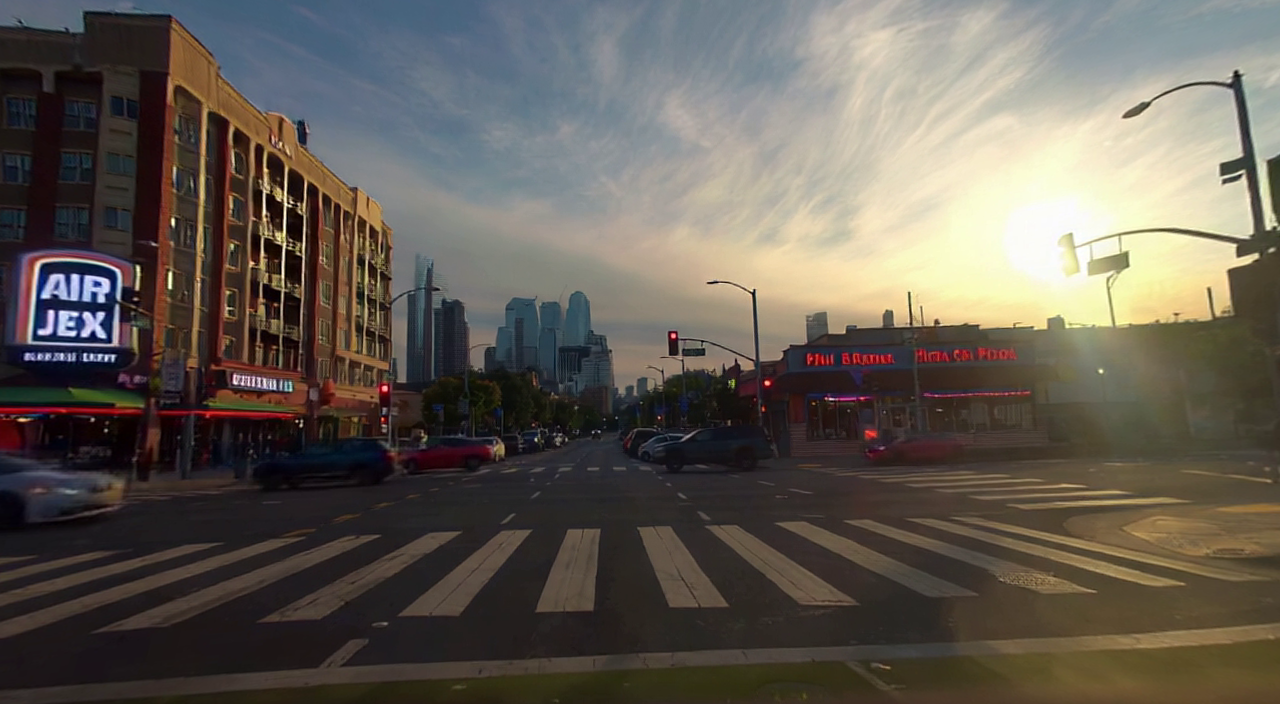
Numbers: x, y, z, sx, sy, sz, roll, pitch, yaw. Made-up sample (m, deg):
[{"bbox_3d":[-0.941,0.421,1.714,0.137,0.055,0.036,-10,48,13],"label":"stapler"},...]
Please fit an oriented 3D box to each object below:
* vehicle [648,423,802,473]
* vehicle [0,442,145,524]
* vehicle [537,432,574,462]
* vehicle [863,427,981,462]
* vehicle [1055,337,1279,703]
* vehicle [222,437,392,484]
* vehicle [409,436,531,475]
[{"bbox_3d":[2.688,3.108,20.540,4.612,1.521,1.811,1,-9,-9],"label":"vehicle"},{"bbox_3d":[-13.001,2.526,12.404,4.758,1.480,1.849,1,-8,-8],"label":"vehicle"},{"bbox_3d":[-5.105,5.803,38.679,1.976,1.683,4.117,0,-8,-4],"label":"vehicle"},{"bbox_3d":[12.412,4.086,27.955,4.475,1.458,1.681,1,-9,-7],"label":"vehicle"},{"bbox_3d":[3.017,0.609,0.869,1.866,1.654,4.354,0,-8,0],"label":"vehicle"},{"bbox_3d":[-11.023,3.611,21.232,4.643,1.476,1.820,1,-9,-8],"label":"vehicle"},{"bbox_3d":[-6.629,4.072,25.056,4.461,1.443,1.715,1,-9,-9],"label":"vehicle"}]
